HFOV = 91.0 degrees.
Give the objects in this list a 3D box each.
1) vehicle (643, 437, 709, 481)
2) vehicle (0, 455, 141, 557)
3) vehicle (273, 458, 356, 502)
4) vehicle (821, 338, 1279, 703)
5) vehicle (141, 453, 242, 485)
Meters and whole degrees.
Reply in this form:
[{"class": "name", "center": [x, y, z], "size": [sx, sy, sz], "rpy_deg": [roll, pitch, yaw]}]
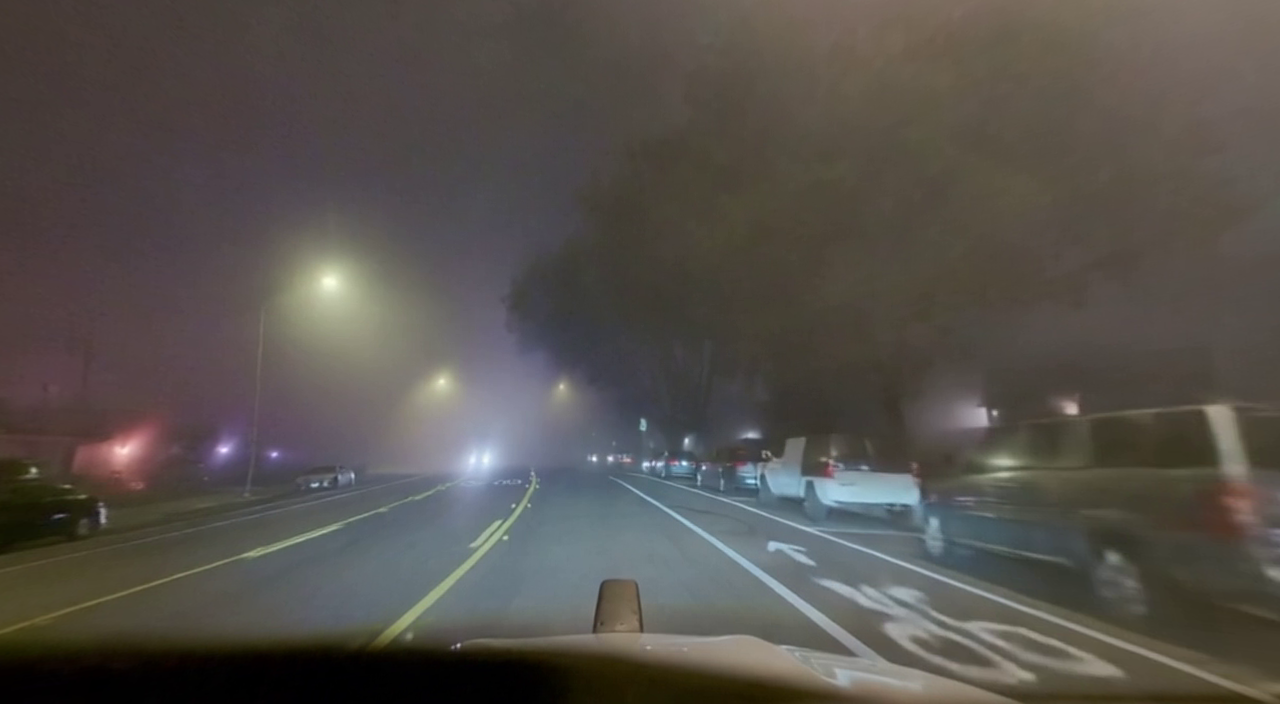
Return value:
[{"class": "vehicle", "center": [1.590, 4.976, 29.600], "size": [2.348, 1.804, 5.207], "rpy_deg": [3, -9, -5]}, {"class": "vehicle", "center": [-12.121, 2.972, 11.881], "size": [2.159, 1.677, 4.112], "rpy_deg": [-7, -8, -3]}, {"class": "vehicle", "center": [-14.308, 5.587, 27.933], "size": [1.932, 1.468, 4.305], "rpy_deg": [-5, -8, -9]}, {"class": "vehicle", "center": [4.313, 1.391, 6.152], "size": [2.723, 1.785, 7.174], "rpy_deg": [4, -9, -2]}, {"class": "vehicle", "center": [-27.644, 7.199, 38.955], "size": [4.552, 1.857, 1.950], "rpy_deg": [1, -9, -7]}]
